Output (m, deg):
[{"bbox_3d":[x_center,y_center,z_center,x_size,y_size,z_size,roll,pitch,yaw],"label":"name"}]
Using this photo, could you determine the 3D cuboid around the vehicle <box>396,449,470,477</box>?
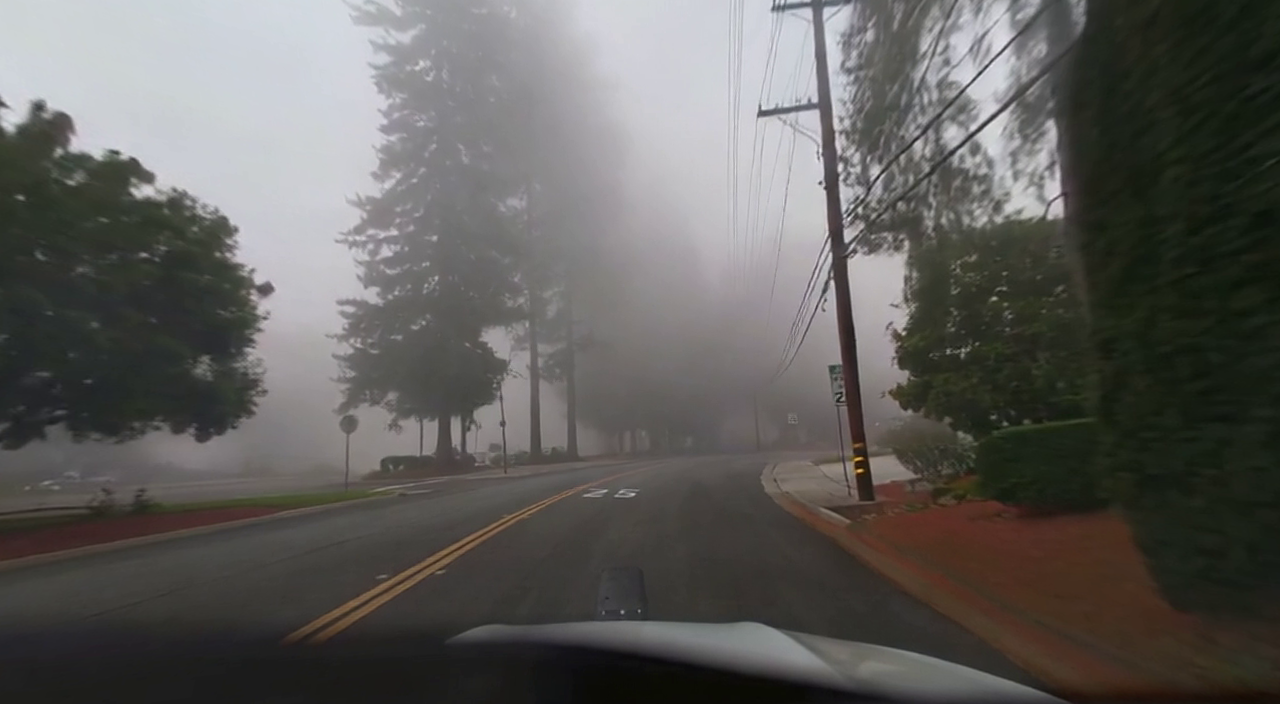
[{"bbox_3d":[-14.206,7.586,43.312,4.675,1.442,1.906,-1,-7,-20],"label":"vehicle"}]

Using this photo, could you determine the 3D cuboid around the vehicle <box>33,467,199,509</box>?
[{"bbox_3d":[-22.044,5.712,26.870,4.943,1.493,2.036,3,-9,-21],"label":"vehicle"}]
